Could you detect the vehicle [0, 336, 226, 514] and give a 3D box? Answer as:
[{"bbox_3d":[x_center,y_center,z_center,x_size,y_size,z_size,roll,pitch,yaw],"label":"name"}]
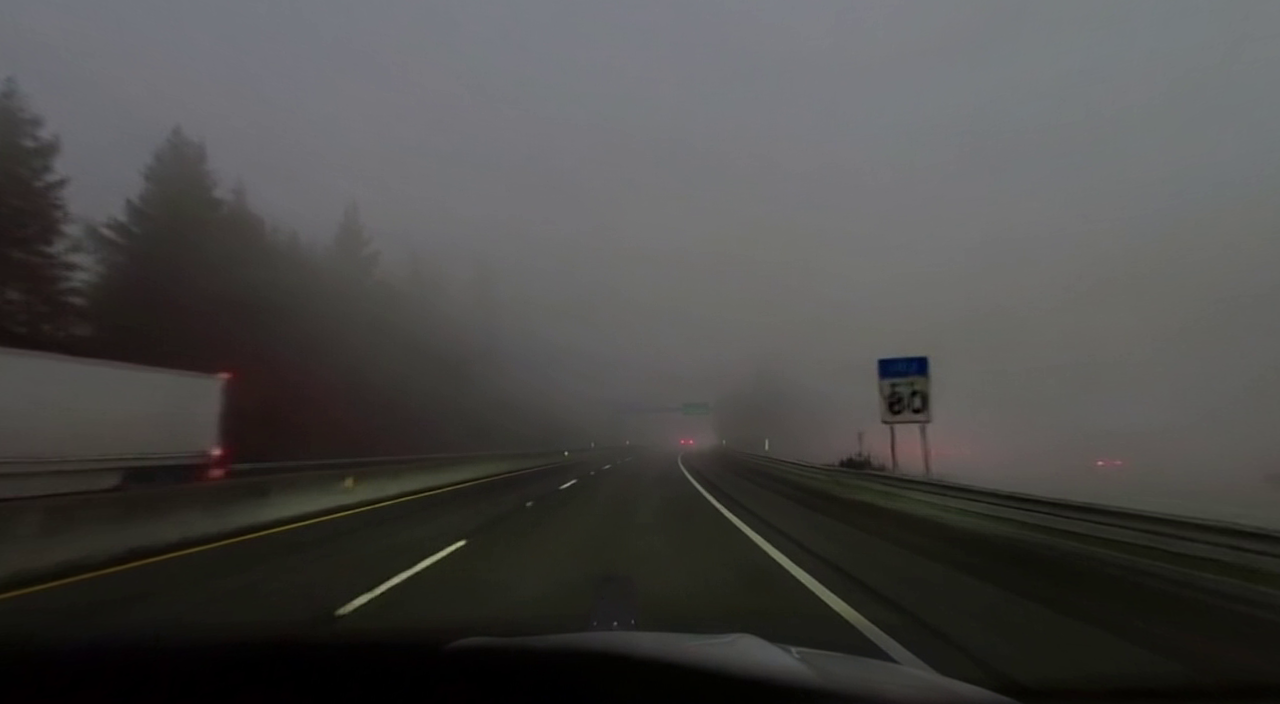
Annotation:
[{"bbox_3d":[-16.314,2.092,17.309,3.214,4.045,9.668,-1,-8,0],"label":"vehicle"}]
